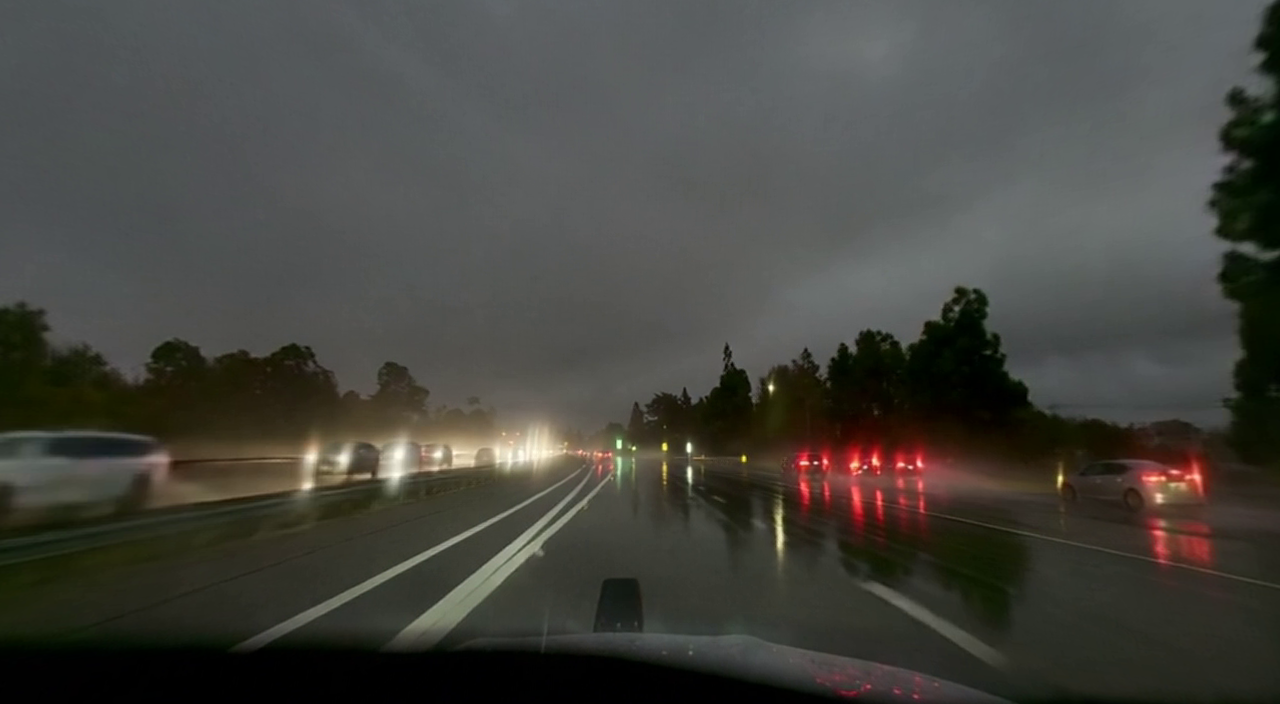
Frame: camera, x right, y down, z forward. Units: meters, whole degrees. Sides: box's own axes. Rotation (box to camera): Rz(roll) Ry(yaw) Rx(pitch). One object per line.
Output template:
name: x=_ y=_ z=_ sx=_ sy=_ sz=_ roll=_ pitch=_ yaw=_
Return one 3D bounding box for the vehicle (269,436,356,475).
vehicle: x=-15.558 y=4.956 z=30.091 sx=2.023 sy=1.697 sz=4.402 roll=1 pitch=-9 yaw=-4

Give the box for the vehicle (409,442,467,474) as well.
vehicle: x=-10.167 y=5.363 z=31.832 sx=1.832 sy=1.507 sz=3.859 roll=0 pitch=-9 yaw=-3

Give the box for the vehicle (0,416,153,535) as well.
vehicle: x=-8.990 y=1.615 z=8.267 sx=1.839 sy=1.474 sz=4.225 roll=0 pitch=-9 yaw=-3

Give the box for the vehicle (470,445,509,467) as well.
vehicle: x=-11.268 y=7.813 z=47.226 sx=1.946 sy=1.519 sz=4.791 roll=0 pitch=-9 yaw=-3

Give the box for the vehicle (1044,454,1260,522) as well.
vehicle: x=13.585 y=3.598 z=17.125 sx=1.941 sy=1.536 sz=4.585 roll=0 pitch=-9 yaw=-2

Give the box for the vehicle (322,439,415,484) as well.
vehicle: x=-9.719 y=3.936 z=22.801 sx=1.797 sy=1.477 sz=3.854 roll=0 pitch=-9 yaw=-3
